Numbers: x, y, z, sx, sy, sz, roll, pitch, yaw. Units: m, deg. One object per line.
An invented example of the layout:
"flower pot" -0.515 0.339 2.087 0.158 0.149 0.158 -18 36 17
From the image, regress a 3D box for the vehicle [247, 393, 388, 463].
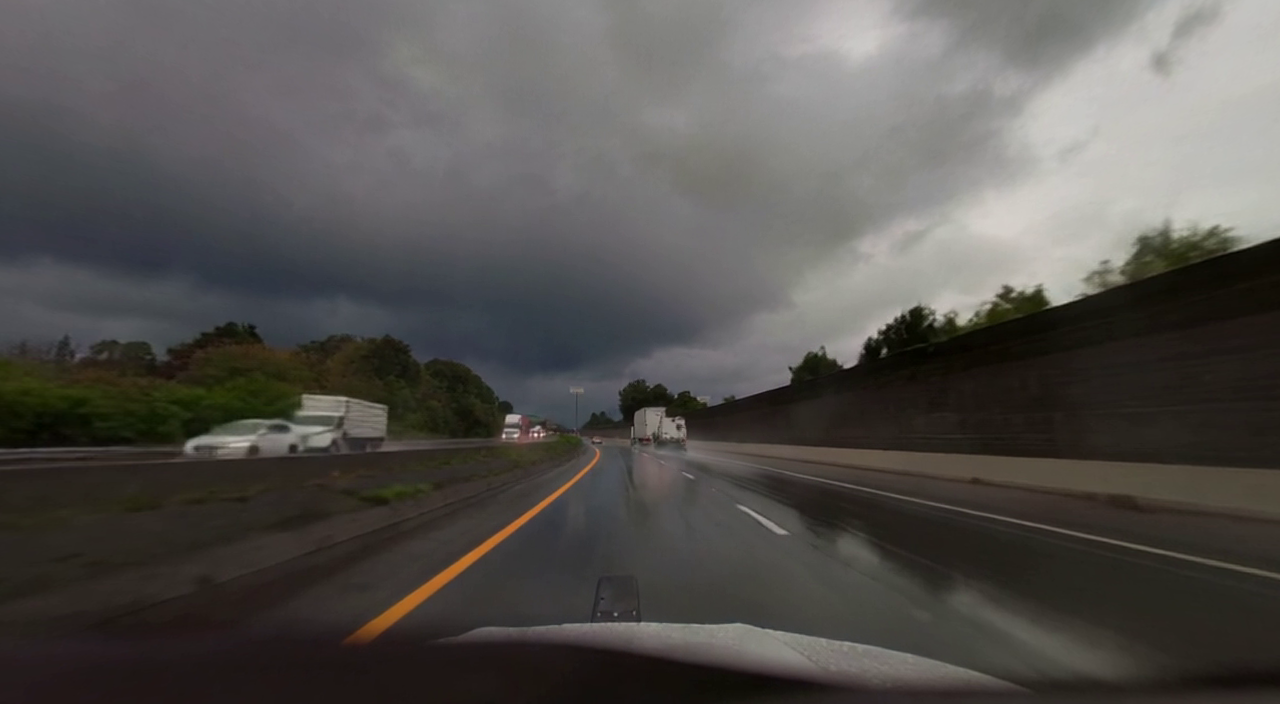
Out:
"vehicle" -13.501 3.312 26.989 2.953 2.650 5.903 0 -8 -1

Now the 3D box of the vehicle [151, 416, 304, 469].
"vehicle" -13.181 2.951 20.555 2.027 1.507 4.580 0 -8 -2
